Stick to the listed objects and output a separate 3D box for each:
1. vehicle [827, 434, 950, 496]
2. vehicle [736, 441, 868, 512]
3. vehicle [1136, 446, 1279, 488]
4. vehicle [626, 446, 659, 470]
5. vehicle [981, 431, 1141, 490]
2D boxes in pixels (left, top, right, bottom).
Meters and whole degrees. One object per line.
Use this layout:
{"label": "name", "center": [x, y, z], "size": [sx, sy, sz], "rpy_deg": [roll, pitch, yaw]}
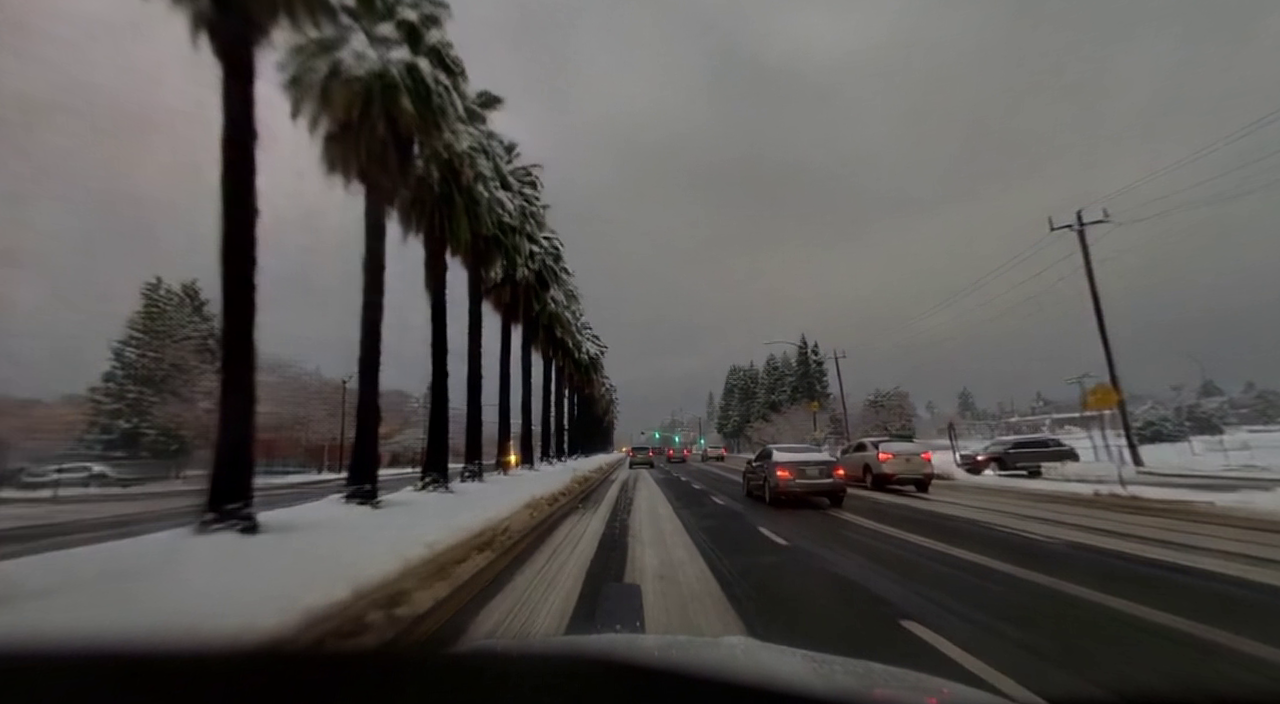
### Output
{"label": "vehicle", "center": [7.355, 3.369, 19.241], "size": [1.916, 1.646, 4.258], "rpy_deg": [0, -9, -1]}
{"label": "vehicle", "center": [3.694, 2.911, 15.325], "size": [1.875, 1.452, 4.453], "rpy_deg": [0, -9, -2]}
{"label": "vehicle", "center": [21.684, 4.314, 24.132], "size": [1.854, 1.411, 4.490], "rpy_deg": [0, -9, 0]}
{"label": "vehicle", "center": [0.140, 6.872, 41.268], "size": [2.031, 1.444, 4.361], "rpy_deg": [0, -8, -1]}
{"label": "vehicle", "center": [15.185, 3.935, 23.267], "size": [2.267, 1.881, 5.087], "rpy_deg": [0, -9, -1]}
